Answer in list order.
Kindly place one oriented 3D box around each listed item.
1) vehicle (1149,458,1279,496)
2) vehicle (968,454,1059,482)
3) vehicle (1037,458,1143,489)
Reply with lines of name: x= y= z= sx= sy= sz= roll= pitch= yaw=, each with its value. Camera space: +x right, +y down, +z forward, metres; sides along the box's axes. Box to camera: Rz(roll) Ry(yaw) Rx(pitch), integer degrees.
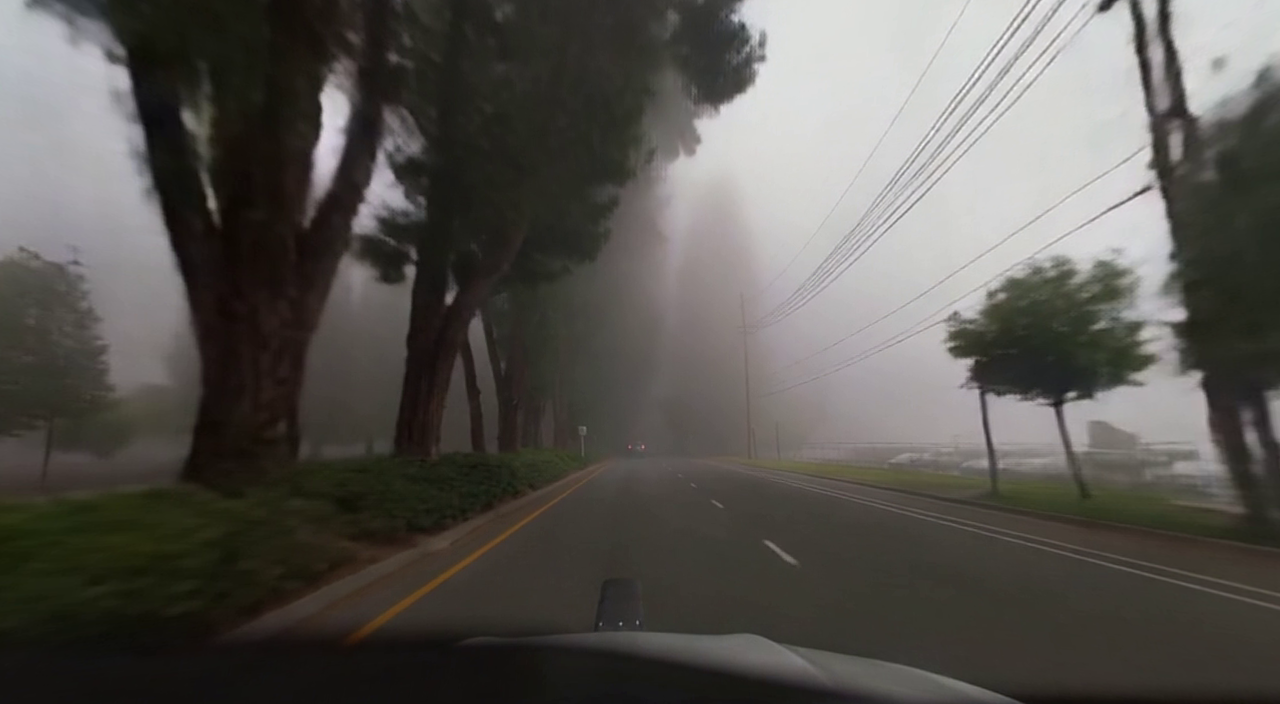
vehicle: x=24.276 y=5.183 z=26.311 sx=4.369 sy=1.454 sz=1.973 roll=0 pitch=-9 yaw=1
vehicle: x=23.754 y=7.357 z=40.255 sx=4.519 sy=1.658 sz=1.911 roll=-1 pitch=-8 yaw=0
vehicle: x=23.997 y=6.464 z=33.778 sx=4.271 sy=1.542 sz=1.887 roll=0 pitch=-8 yaw=-3
